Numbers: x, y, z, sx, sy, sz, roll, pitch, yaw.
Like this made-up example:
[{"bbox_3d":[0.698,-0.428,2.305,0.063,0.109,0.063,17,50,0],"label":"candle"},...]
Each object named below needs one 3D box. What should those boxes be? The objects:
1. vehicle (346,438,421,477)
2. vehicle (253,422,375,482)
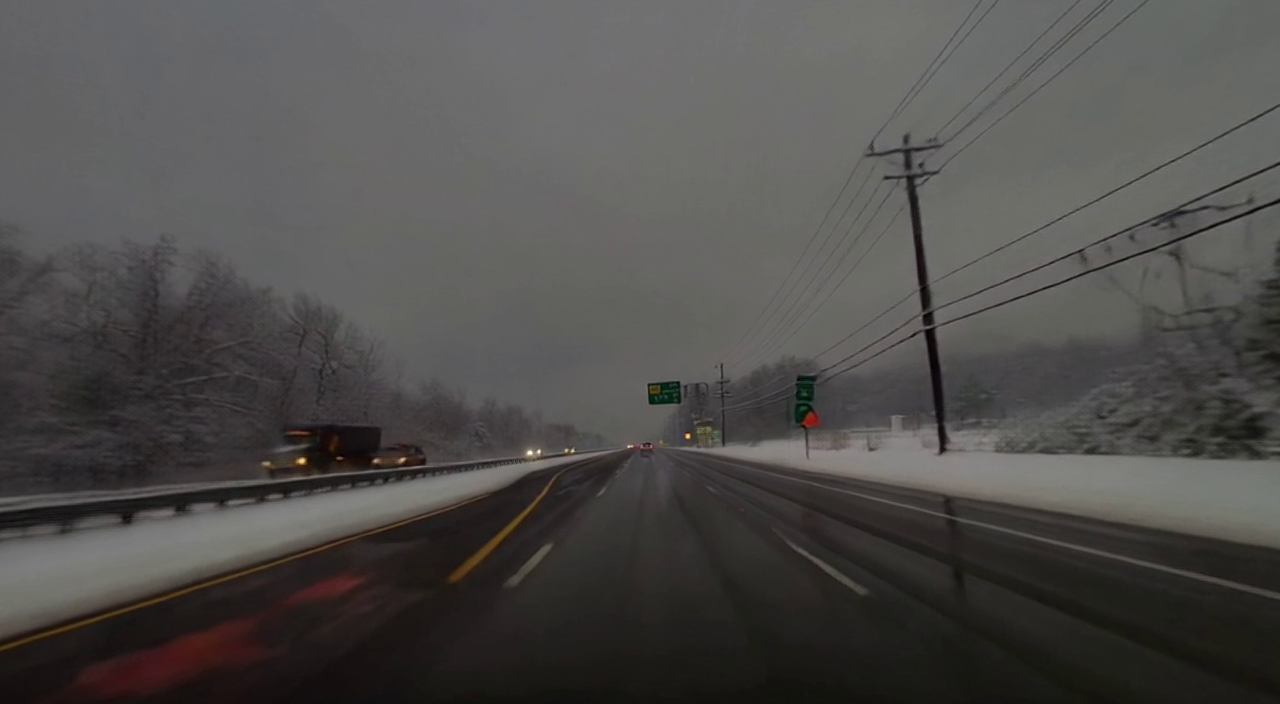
[{"bbox_3d":[-16.338,6.742,40.575,2.348,2.282,5.540,-1,-8,1],"label":"vehicle"},{"bbox_3d":[-20.845,6.458,41.194,2.949,3.403,9.367,0,-8,0],"label":"vehicle"}]
